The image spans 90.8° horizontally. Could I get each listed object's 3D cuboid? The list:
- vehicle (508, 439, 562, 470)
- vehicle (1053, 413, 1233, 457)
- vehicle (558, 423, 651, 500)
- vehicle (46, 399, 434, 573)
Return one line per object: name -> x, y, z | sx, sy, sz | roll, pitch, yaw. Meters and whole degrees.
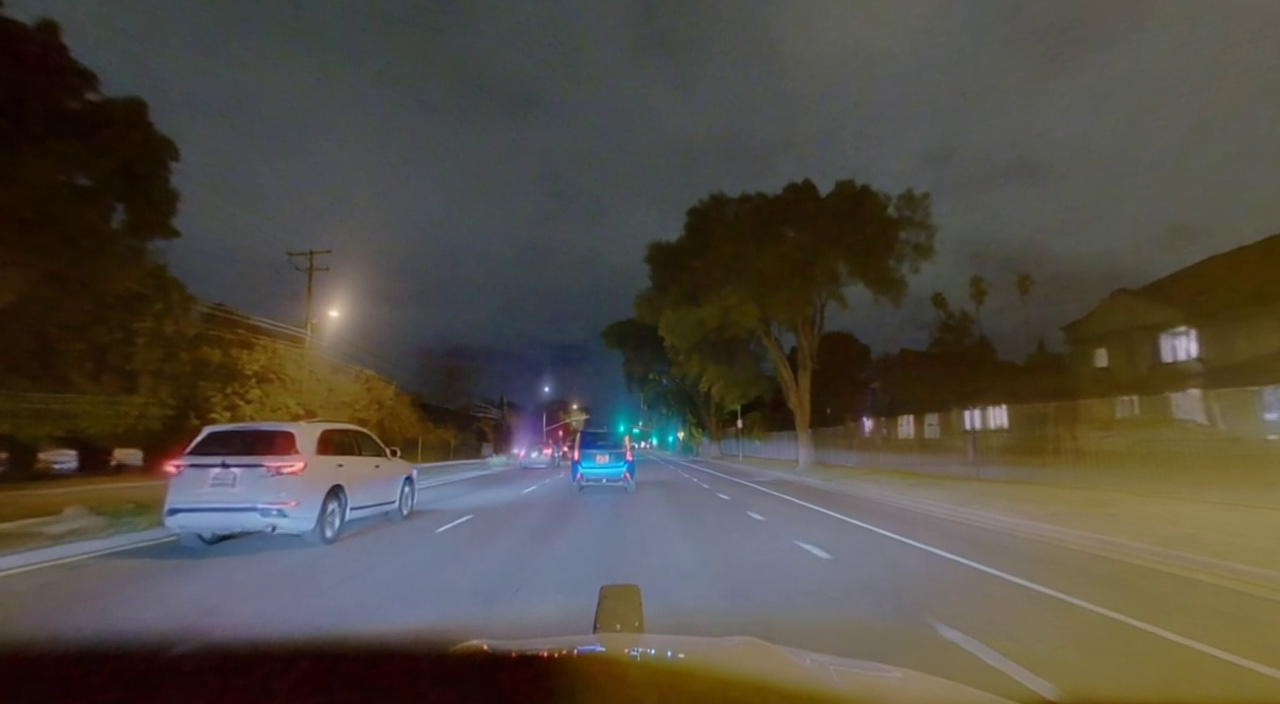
vehicle -> -5.376, 5.307, 32.977 | 2.014, 1.493, 4.658 | 0, -8, 0
vehicle -> 17.405, 2.905, 22.071 | 4.500, 1.442, 1.930 | -1, -8, 4
vehicle -> -0.846, 2.820, 16.658 | 2.131, 1.761, 4.242 | 0, -8, -1
vehicle -> -4.763, 1.676, 8.684 | 2.243, 1.722, 4.621 | 0, -8, 1
